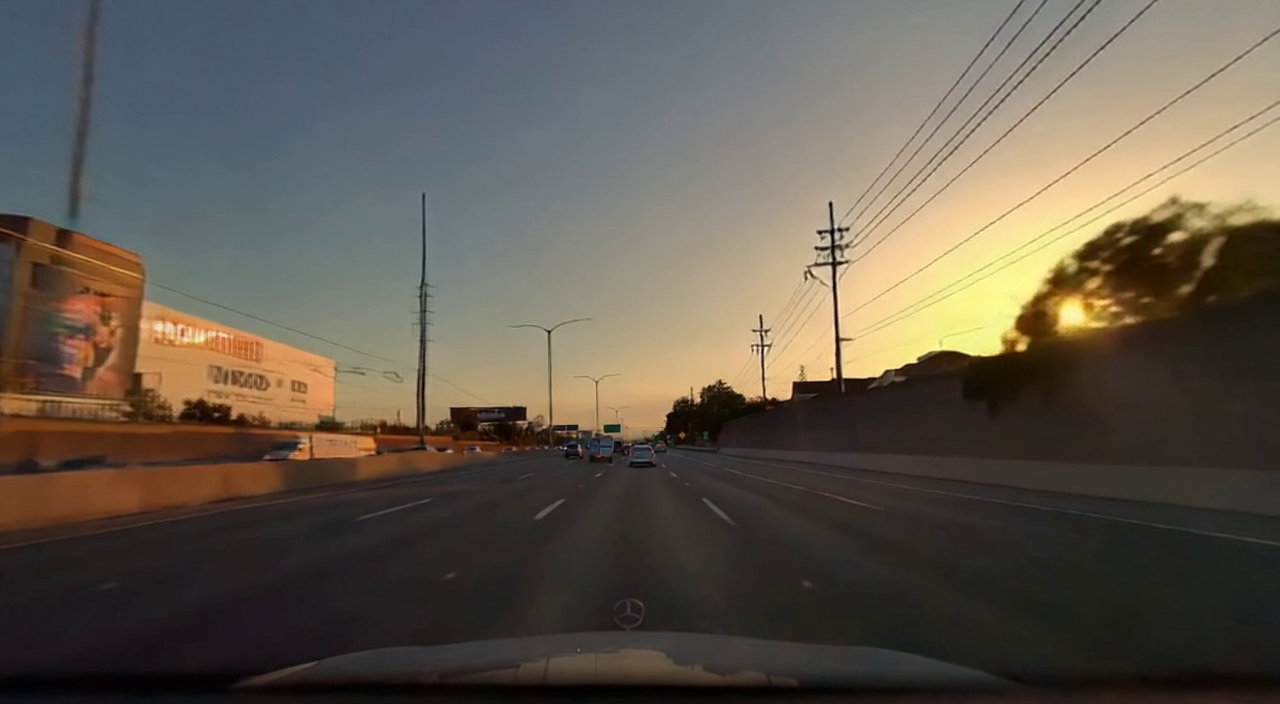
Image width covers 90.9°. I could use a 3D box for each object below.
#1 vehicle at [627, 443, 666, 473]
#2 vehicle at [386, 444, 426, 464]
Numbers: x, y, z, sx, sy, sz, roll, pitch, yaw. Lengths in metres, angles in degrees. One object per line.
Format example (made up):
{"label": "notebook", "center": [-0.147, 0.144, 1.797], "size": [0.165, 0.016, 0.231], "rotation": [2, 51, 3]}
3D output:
{"label": "vehicle", "center": [0.320, 5.510, 32.887], "size": [1.891, 1.444, 3.968], "rotation": [0, -8, 0]}
{"label": "vehicle", "center": [-16.360, 7.129, 44.211], "size": [1.440, 1.339, 3.287], "rotation": [-1, -9, 2]}
